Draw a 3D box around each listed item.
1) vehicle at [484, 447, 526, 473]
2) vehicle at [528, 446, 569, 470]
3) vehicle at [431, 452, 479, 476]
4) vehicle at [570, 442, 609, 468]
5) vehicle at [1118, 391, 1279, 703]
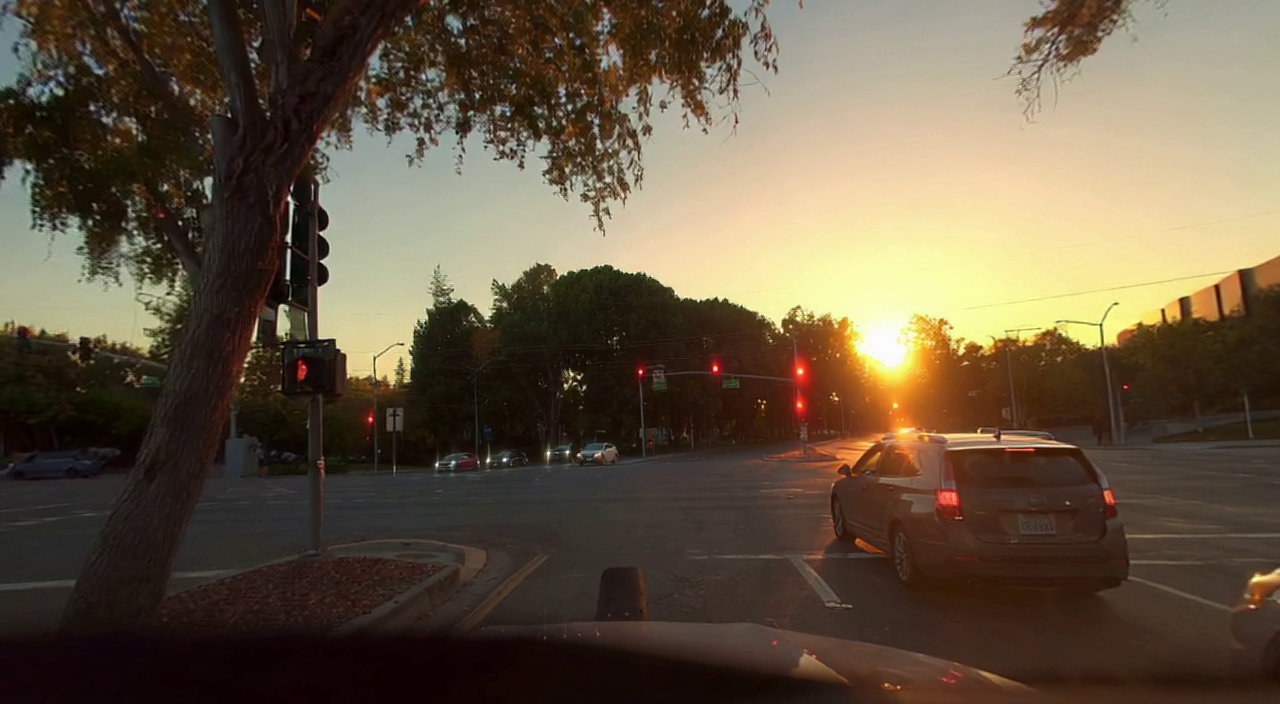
[{"bbox_3d":[-9.775,7.838,45.951,2.064,1.725,4.243,0,-9,1],"label":"vehicle"},{"bbox_3d":[-6.543,7.604,45.495,2.126,1.657,4.307,0,-9,2],"label":"vehicle"},{"bbox_3d":[-13.389,8.132,45.992,2.101,1.637,4.304,0,-9,1],"label":"vehicle"},{"bbox_3d":[-3.553,7.329,45.114,2.215,1.732,4.684,-1,-9,3],"label":"vehicle"},{"bbox_3d":[3.062,0.618,0.427,1.978,1.468,4.544,0,-9,1],"label":"vehicle"}]
